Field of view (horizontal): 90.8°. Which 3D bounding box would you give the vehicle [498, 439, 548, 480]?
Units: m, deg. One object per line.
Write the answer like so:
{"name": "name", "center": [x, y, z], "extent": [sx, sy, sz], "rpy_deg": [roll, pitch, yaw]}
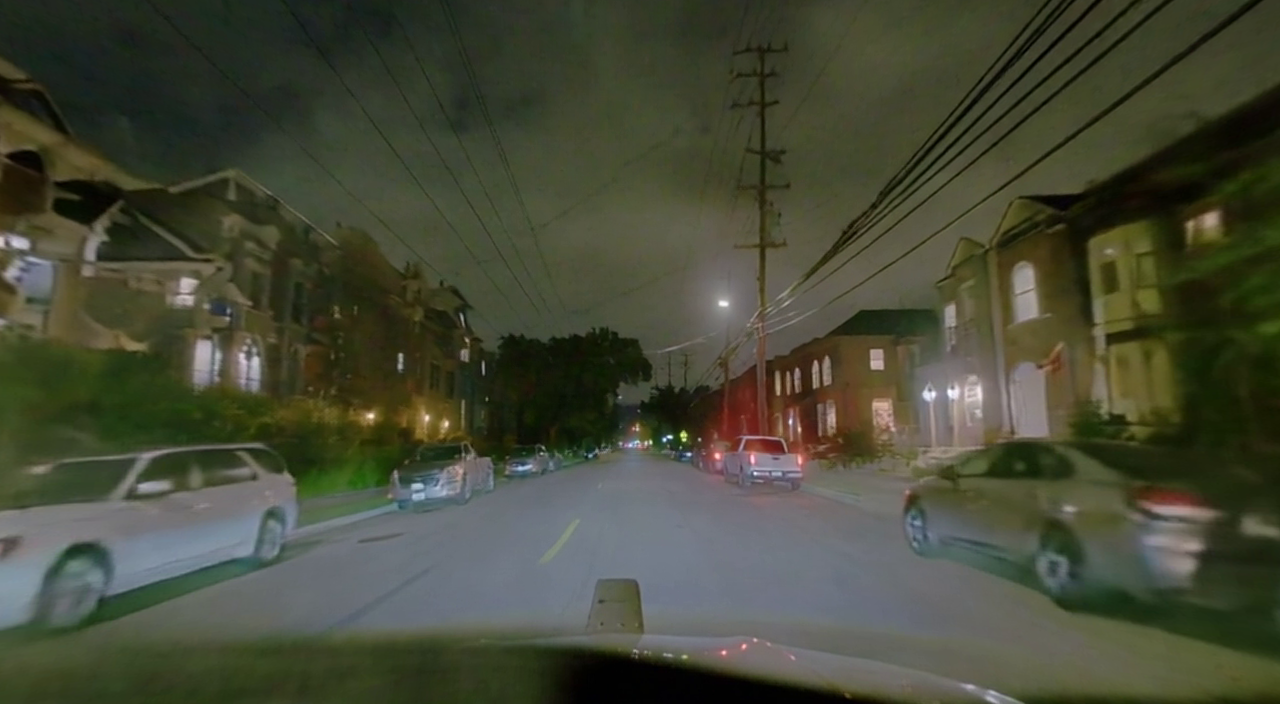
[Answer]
{"name": "vehicle", "center": [-5.895, 5.430, 32.369], "extent": [2.046, 1.825, 4.627], "rpy_deg": [-3, -7, -6]}

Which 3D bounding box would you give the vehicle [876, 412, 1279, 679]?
{"name": "vehicle", "center": [4.226, 1.435, 5.989], "extent": [2.051, 1.479, 4.758], "rpy_deg": [0, -8, -1]}

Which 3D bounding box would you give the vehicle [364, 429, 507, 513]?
{"name": "vehicle", "center": [-5.601, 3.303, 18.283], "extent": [2.285, 1.895, 5.883], "rpy_deg": [-3, -8, -1]}

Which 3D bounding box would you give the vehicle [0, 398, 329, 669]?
{"name": "vehicle", "center": [-5.428, 1.592, 6.514], "extent": [1.955, 1.844, 5.109], "rpy_deg": [-3, -8, -1]}

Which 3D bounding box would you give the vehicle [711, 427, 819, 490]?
{"name": "vehicle", "center": [4.018, 3.551, 21.476], "extent": [2.279, 1.848, 5.577], "rpy_deg": [0, -8, -3]}
